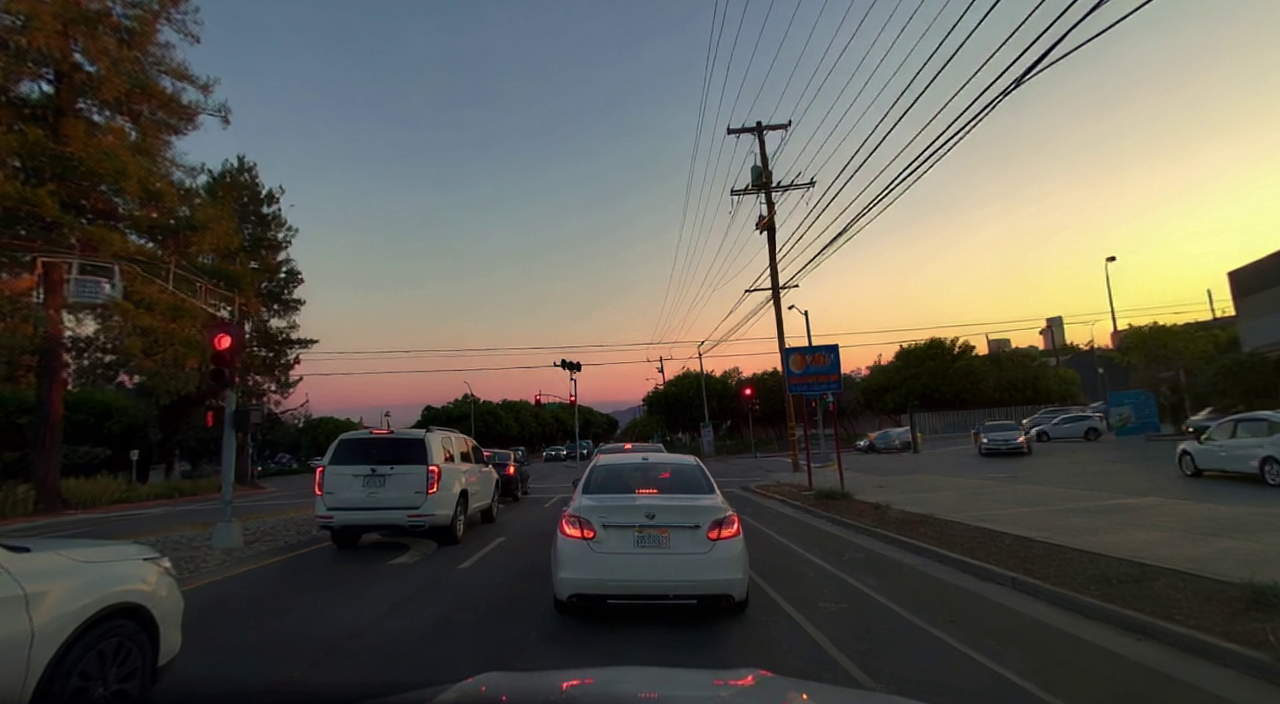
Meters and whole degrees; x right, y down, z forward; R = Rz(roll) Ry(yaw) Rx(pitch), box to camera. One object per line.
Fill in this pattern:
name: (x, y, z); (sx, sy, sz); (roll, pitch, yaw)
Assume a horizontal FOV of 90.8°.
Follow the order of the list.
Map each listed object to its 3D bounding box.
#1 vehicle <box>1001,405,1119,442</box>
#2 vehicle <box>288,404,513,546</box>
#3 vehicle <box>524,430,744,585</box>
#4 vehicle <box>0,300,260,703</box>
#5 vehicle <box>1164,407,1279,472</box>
vehicle: (26.840, 4.640, 40.523); (5.782, 2.286, 2.223); (-1, -9, 4)
vehicle: (-3.848, 2.087, 11.368); (2.147, 1.963, 4.927); (0, -8, -1)
vehicle: (-0.101, 1.800, 8.144); (2.121, 1.474, 3.968); (0, -8, -1)
vehicle: (-3.584, 0.635, 1.528); (2.085, 1.943, 5.053); (0, -8, 1)
vehicle: (17.014, 2.551, 18.288); (1.858, 1.622, 4.491); (-5, -10, 28)
